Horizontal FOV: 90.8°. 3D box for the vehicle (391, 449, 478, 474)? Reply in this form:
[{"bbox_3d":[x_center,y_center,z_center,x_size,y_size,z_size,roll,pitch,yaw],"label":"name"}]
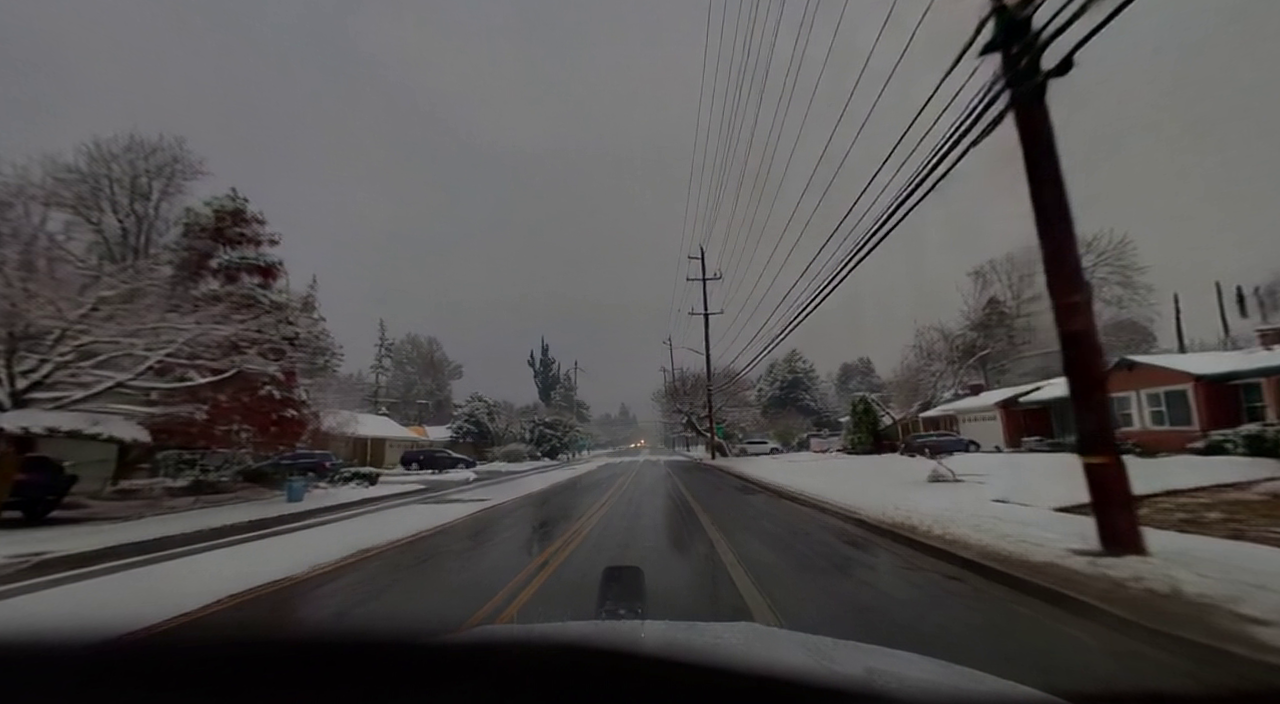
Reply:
[{"bbox_3d":[-12.753,6.812,39.334,4.718,1.454,1.843,-1,-8,6],"label":"vehicle"}]

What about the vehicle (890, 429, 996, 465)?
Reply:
[{"bbox_3d":[14.506,4.570,30.431,4.078,1.516,1.798,-3,-9,2],"label":"vehicle"}]

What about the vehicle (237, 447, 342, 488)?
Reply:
[{"bbox_3d":[-15.307,5.043,27.990,1.816,1.614,4.866,0,-8,1],"label":"vehicle"}]
